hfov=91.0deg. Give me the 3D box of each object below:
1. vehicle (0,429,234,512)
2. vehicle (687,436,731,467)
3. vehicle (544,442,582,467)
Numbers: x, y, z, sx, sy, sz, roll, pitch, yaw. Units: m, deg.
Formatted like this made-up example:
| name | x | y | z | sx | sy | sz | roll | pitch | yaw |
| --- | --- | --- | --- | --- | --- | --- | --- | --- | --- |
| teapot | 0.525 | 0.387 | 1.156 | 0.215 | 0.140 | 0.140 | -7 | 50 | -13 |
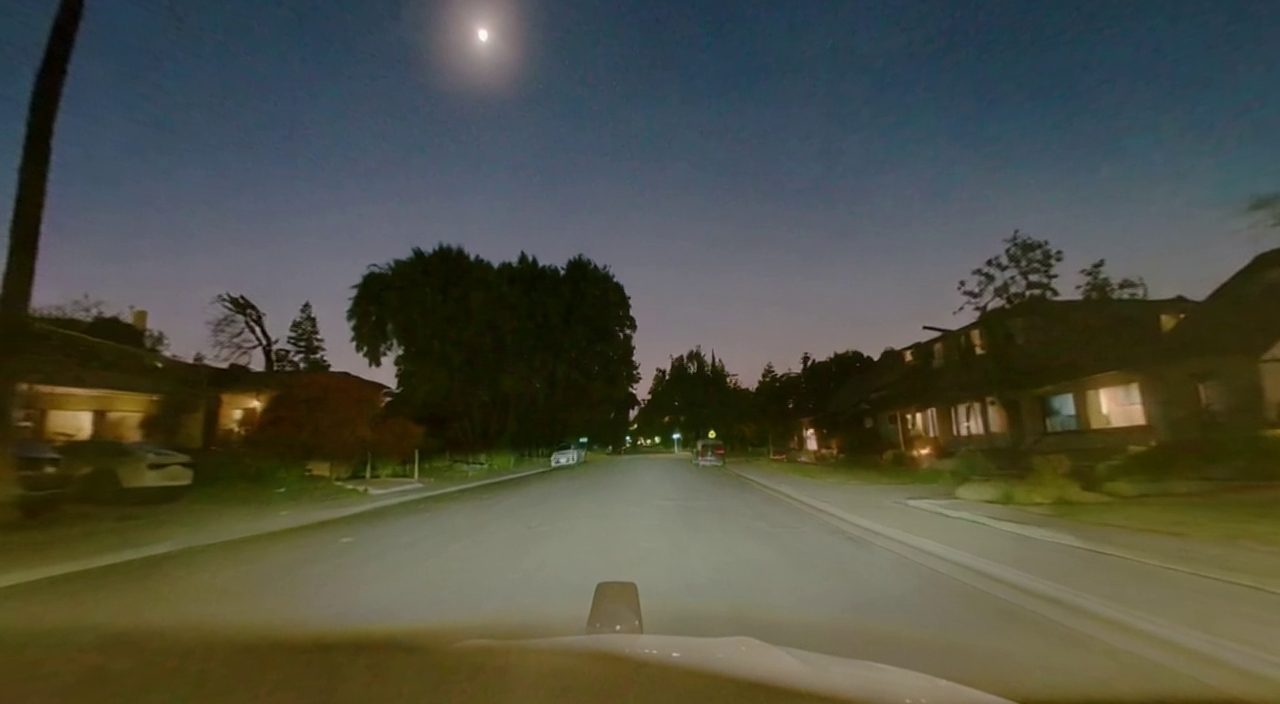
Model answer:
| name | x | y | z | sx | sy | sz | roll | pitch | yaw |
| --- | --- | --- | --- | --- | --- | --- | --- | --- | --- |
| vehicle | -13.013 | 2.857 | 15.418 | 4.743 | 1.849 | 1.976 | 0 | -8 | 2 |
| vehicle | 4.127 | 6.051 | 38.360 | 2.176 | 1.762 | 4.622 | 0 | -8 | 1 |
| vehicle | -5.424 | 7.301 | 44.968 | 2.005 | 1.706 | 4.428 | -1 | -8 | 3 |
